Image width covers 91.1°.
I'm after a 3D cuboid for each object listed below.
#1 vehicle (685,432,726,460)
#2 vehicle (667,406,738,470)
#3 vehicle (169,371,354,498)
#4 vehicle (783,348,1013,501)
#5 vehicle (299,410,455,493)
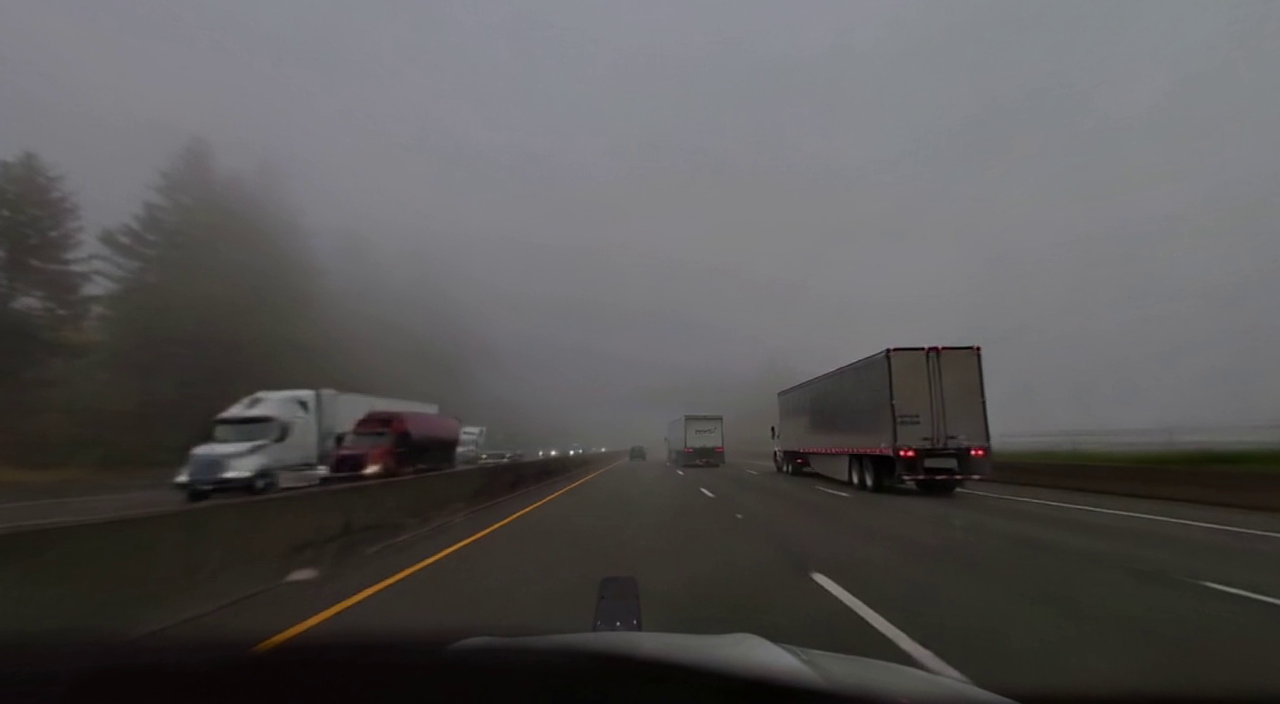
[{"bbox_3d":[4.090,5.940,39.924,2.120,1.651,4.639,0,-8,0],"label":"vehicle"},{"bbox_3d":[3.993,5.955,43.811,3.288,3.717,13.646,0,-7,-1],"label":"vehicle"},{"bbox_3d":[-13.492,3.039,23.195,2.984,4.048,5.886,0,-8,1],"label":"vehicle"},{"bbox_3d":[8.401,2.804,23.622,2.843,4.053,13.777,0,-8,0],"label":"vehicle"},{"bbox_3d":[-9.126,3.523,22.861,2.506,2.525,7.037,0,-8,1],"label":"vehicle"}]
